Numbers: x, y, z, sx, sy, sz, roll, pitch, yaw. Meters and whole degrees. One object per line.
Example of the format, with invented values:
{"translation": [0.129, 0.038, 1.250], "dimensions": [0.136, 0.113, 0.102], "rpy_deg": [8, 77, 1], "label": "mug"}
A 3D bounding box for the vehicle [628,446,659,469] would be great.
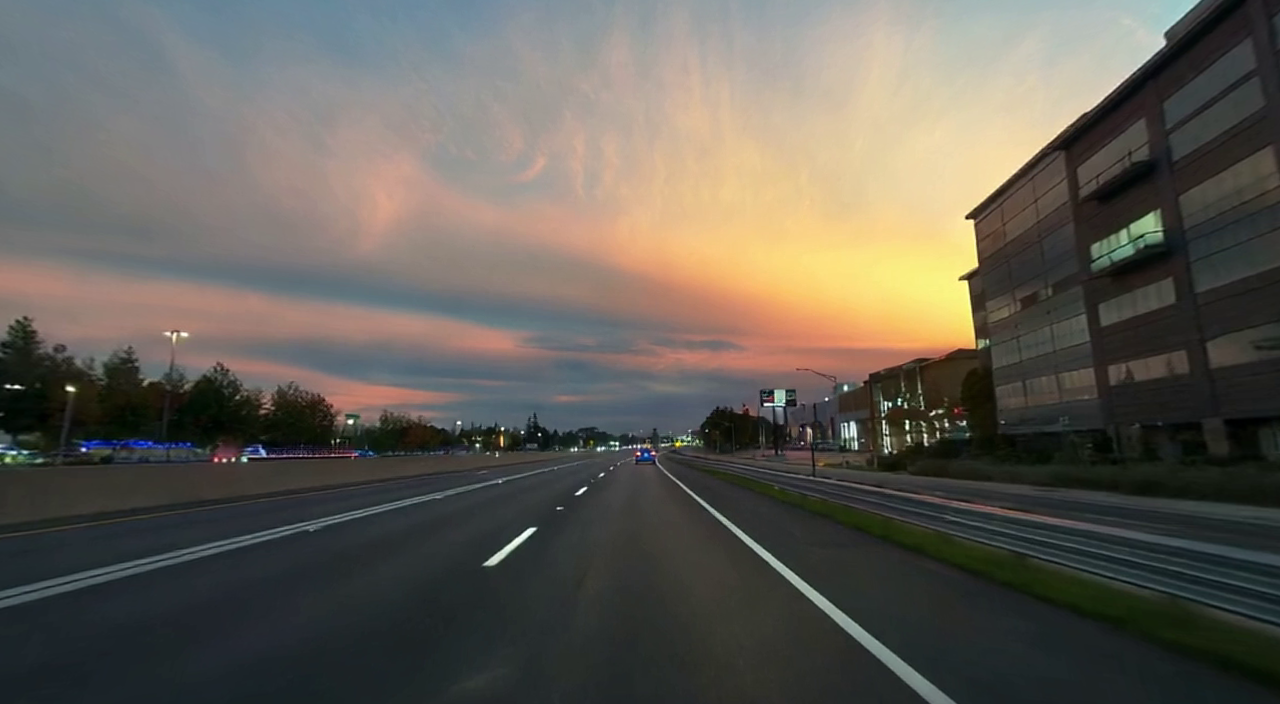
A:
{"translation": [0.269, 7.291, 43.770], "dimensions": [2.014, 1.507, 3.960], "rpy_deg": [0, -9, 1], "label": "vehicle"}
